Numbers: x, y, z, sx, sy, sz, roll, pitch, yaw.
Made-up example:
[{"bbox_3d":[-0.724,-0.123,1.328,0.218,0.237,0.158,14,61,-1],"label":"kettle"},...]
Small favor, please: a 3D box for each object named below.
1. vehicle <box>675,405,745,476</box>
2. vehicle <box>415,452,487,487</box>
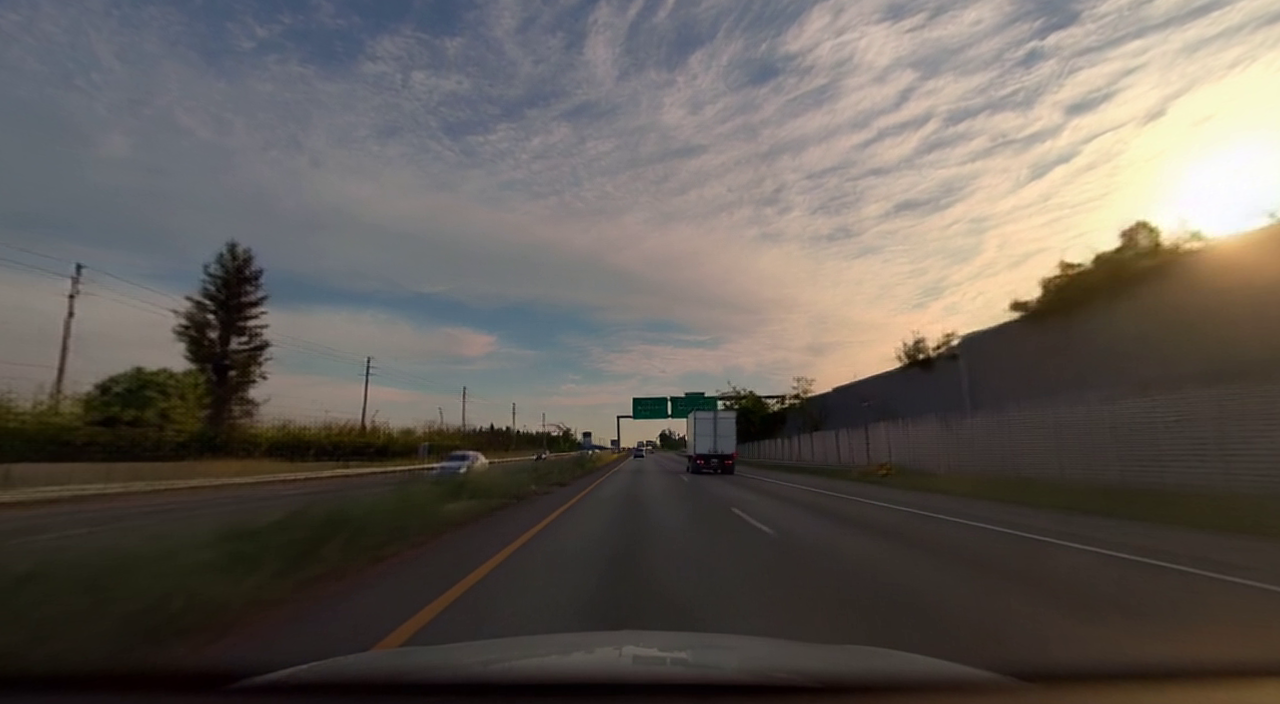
[{"bbox_3d":[4.399,6.096,43.150,3.038,4.047,13.741,0,-9,-1],"label":"vehicle"},{"bbox_3d":[-8.801,5.477,29.746,1.941,1.495,4.607,0,-9,0],"label":"vehicle"}]
